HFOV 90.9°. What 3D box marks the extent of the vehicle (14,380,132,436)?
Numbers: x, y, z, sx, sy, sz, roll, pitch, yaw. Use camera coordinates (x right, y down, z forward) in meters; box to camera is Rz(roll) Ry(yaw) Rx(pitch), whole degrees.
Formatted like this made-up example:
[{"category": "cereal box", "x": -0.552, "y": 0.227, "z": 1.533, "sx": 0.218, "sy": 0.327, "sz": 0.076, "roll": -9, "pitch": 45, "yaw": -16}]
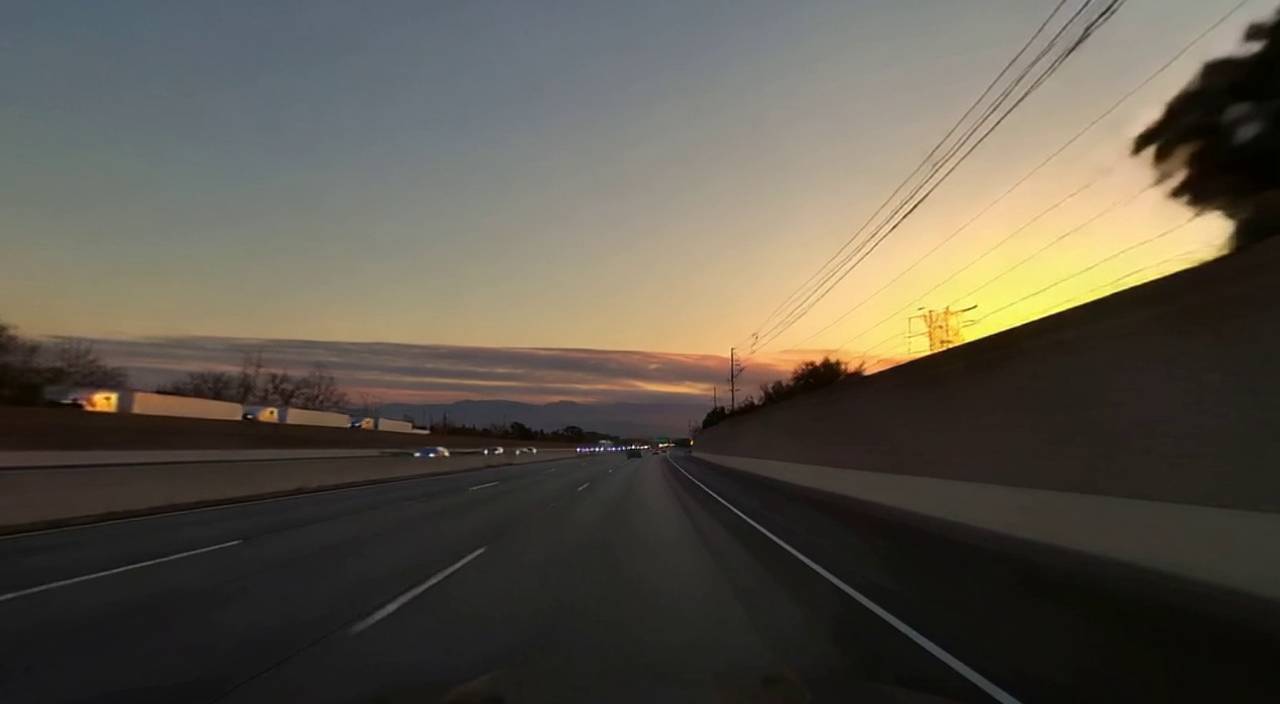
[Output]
[{"category": "vehicle", "x": -42.911, "y": 4.387, "z": 47.979, "sx": 2.911, "sy": 3.814, "sz": 6.009, "roll": 0, "pitch": -9, "yaw": 3}]
